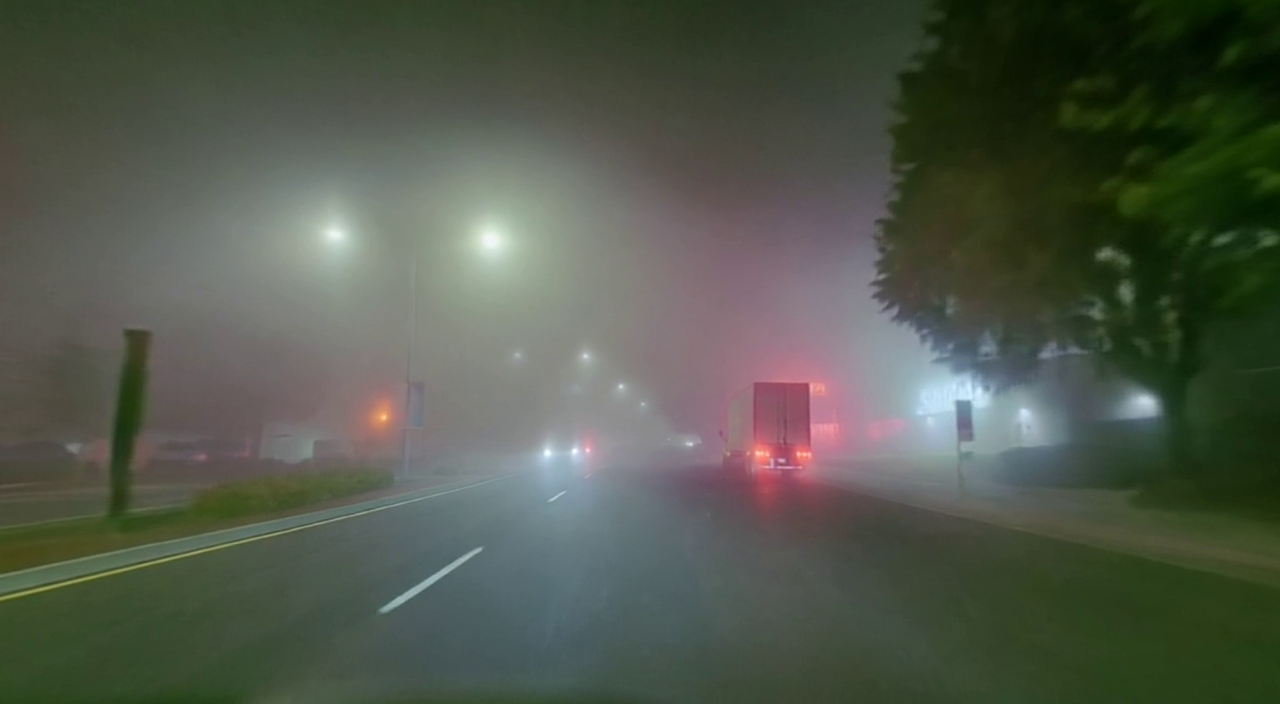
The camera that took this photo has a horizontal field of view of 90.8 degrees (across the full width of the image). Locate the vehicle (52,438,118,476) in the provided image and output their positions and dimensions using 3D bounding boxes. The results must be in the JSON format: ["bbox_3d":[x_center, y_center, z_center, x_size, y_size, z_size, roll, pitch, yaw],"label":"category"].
[{"bbox_3d":[-41.071,7.702,46.676,6.575,2.550,2.406,-7,-11,39],"label":"vehicle"}]

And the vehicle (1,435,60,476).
[{"bbox_3d":[-43.710,7.360,45.261,5.732,2.732,2.438,-8,-12,42],"label":"vehicle"}]

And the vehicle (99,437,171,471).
[{"bbox_3d":[-38.613,7.731,48.238,6.478,2.425,2.435,-6,-10,36],"label":"vehicle"}]

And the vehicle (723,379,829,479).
[{"bbox_3d":[6.184,3.843,30.547,2.981,4.106,8.794,0,-9,-1],"label":"vehicle"}]

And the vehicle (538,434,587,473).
[{"bbox_3d":[-4.398,5.873,36.793,2.270,2.068,5.865,0,-9,-1],"label":"vehicle"}]
